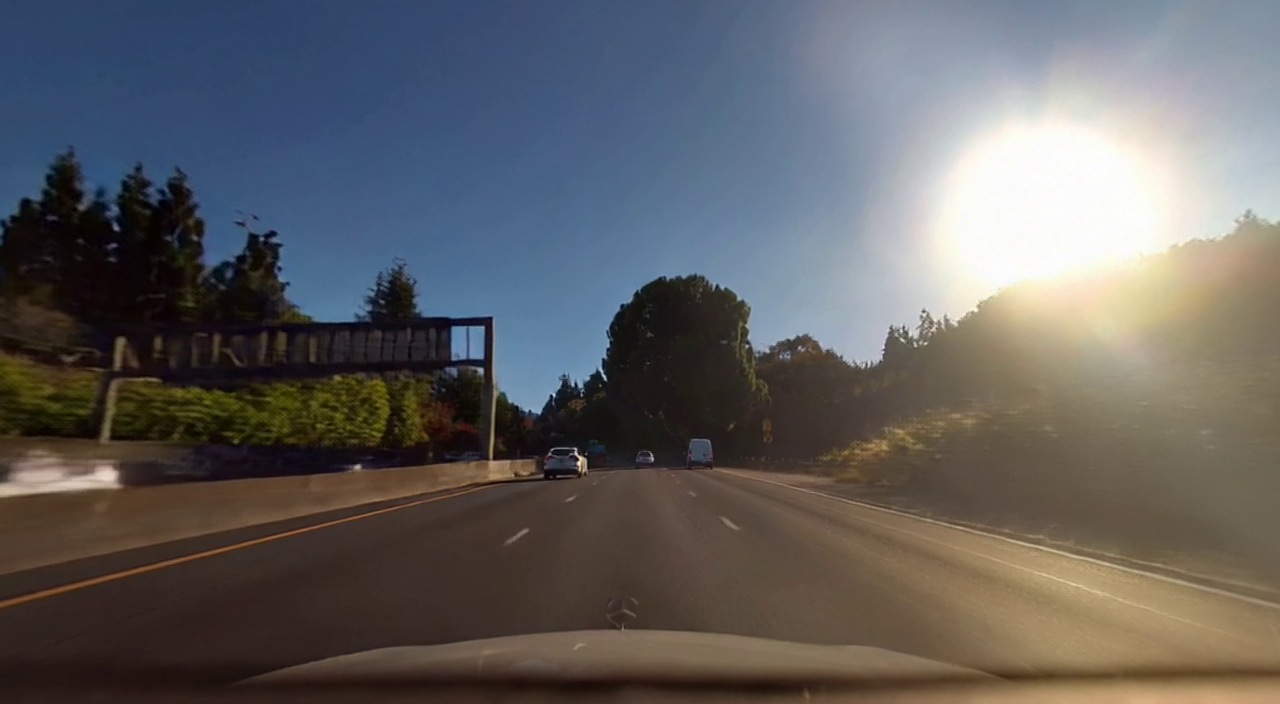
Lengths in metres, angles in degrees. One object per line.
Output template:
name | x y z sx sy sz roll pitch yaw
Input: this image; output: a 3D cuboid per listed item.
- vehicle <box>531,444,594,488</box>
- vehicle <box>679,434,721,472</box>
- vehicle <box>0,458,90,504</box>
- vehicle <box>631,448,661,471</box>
vehicle | -3.064 4.628 25.867 1.964 1.618 4.489 0 -9 1
vehicle | 4.334 7.454 46.524 2.469 2.591 5.653 0 -9 0
vehicle | -22.041 4.475 22.027 1.778 1.457 4.096 0 -9 2
vehicle | 0.455 8.045 47.276 2.108 1.663 3.159 0 -9 1
